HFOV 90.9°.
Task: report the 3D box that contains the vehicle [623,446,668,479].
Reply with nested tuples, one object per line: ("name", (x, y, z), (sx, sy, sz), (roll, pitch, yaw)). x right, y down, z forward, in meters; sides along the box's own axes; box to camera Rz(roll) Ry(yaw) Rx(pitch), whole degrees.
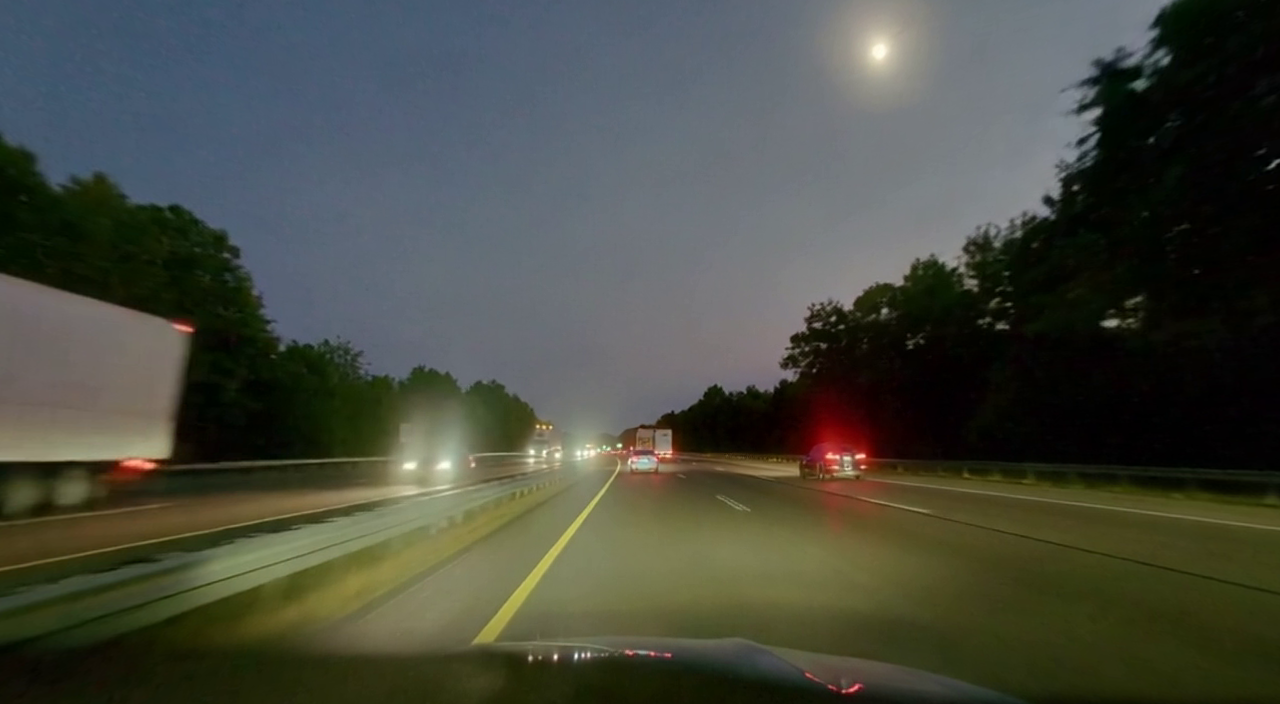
("vehicle", (0.216, 5.439, 31.207), (2.069, 1.523, 4.012), (0, -9, -2))

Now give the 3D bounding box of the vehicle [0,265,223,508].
("vehicle", (-12.417, 0.558, 10.517), (2.927, 4.111, 12.019), (0, -9, -2))

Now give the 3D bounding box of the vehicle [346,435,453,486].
("vehicle", (-7.880, 3.594, 21.158), (1.872, 1.496, 4.373), (0, -9, -1))
